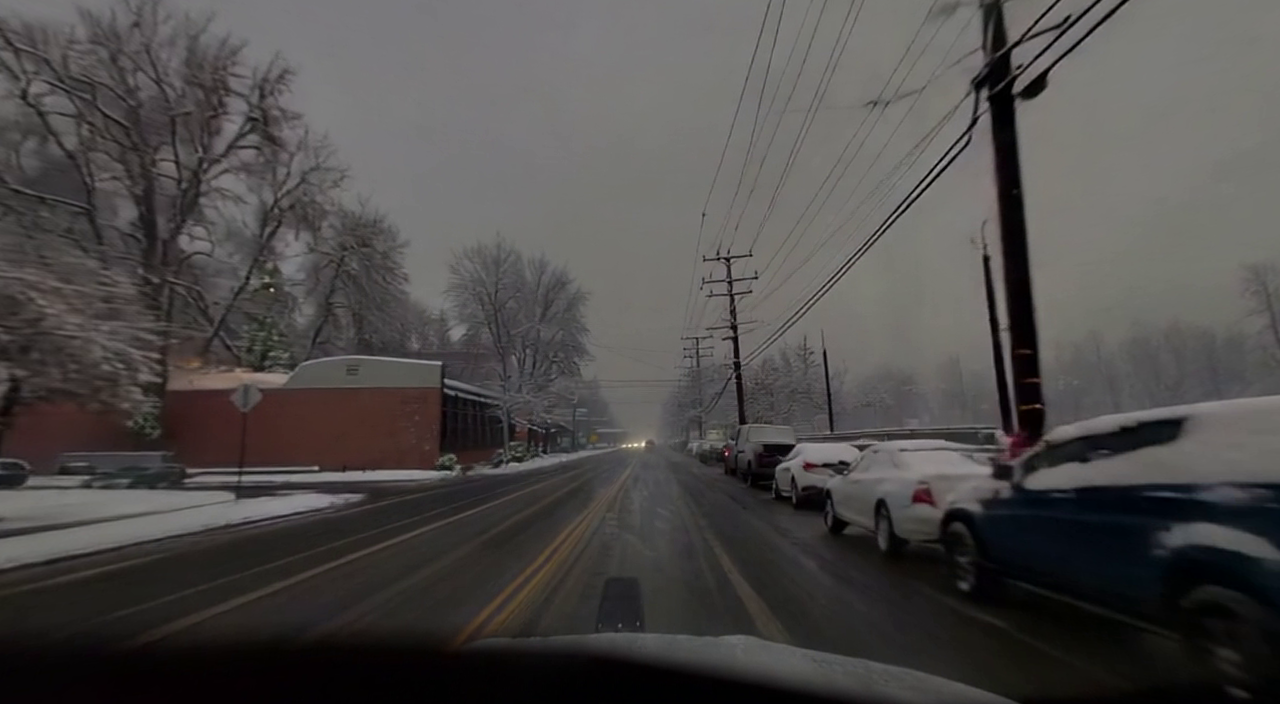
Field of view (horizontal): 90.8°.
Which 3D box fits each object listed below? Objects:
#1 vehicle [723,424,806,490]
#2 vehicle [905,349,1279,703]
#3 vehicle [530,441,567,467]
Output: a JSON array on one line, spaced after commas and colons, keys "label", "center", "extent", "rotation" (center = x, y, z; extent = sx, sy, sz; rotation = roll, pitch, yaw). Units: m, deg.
[{"label": "vehicle", "center": [4.358, 3.774, 22.924], "extent": [2.026, 2.106, 4.753], "rotation": [1, -9, 0]}, {"label": "vehicle", "center": [3.917, 1.152, 4.387], "extent": [1.952, 1.849, 4.837], "rotation": [1, -9, -1]}, {"label": "vehicle", "center": [-6.967, 7.785, 48.387], "extent": [2.131, 1.793, 4.384], "rotation": [-2, -8, 0]}]
